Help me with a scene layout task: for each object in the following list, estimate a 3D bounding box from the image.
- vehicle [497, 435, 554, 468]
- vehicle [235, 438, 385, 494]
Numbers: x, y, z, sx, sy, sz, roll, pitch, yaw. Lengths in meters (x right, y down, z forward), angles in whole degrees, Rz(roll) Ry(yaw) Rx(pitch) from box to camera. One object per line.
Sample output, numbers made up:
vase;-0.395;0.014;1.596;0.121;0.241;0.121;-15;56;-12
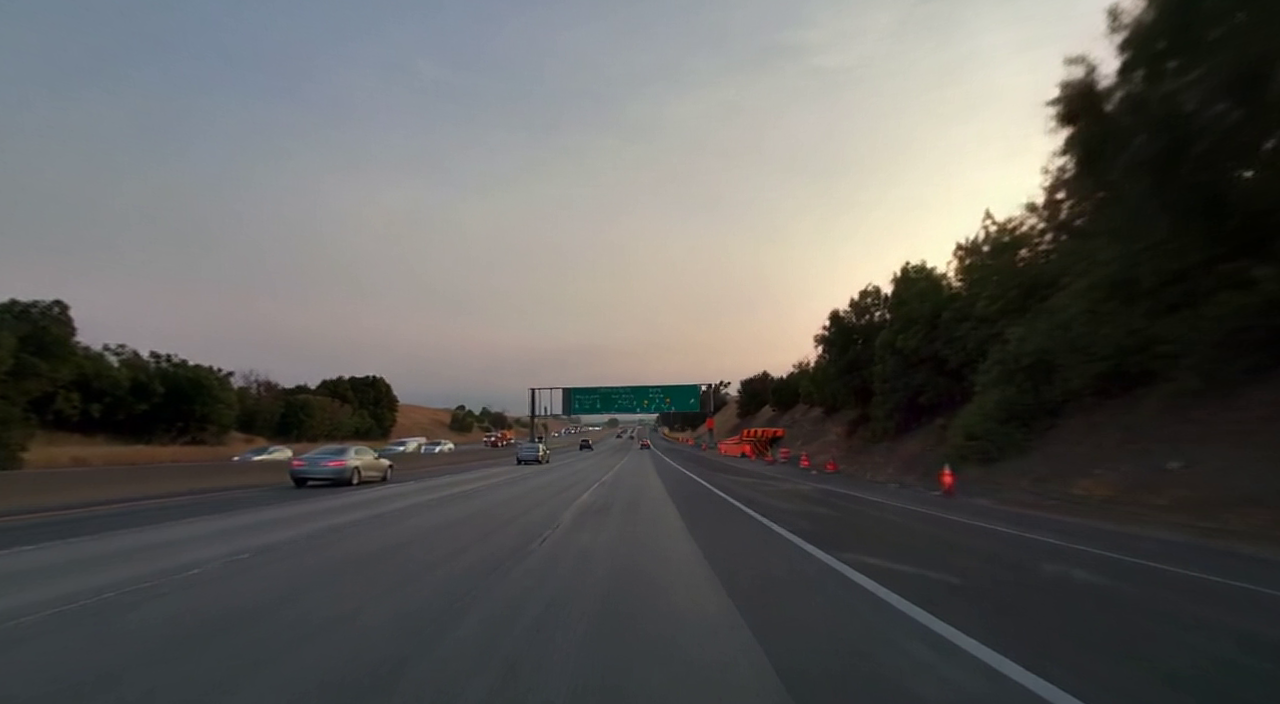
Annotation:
vehicle;-6.536;5.743;36.524;2.402;1.733;4.512;0;-8;1
vehicle;-9.939;3.456;19.491;2.122;1.511;4.576;0;-8;0
